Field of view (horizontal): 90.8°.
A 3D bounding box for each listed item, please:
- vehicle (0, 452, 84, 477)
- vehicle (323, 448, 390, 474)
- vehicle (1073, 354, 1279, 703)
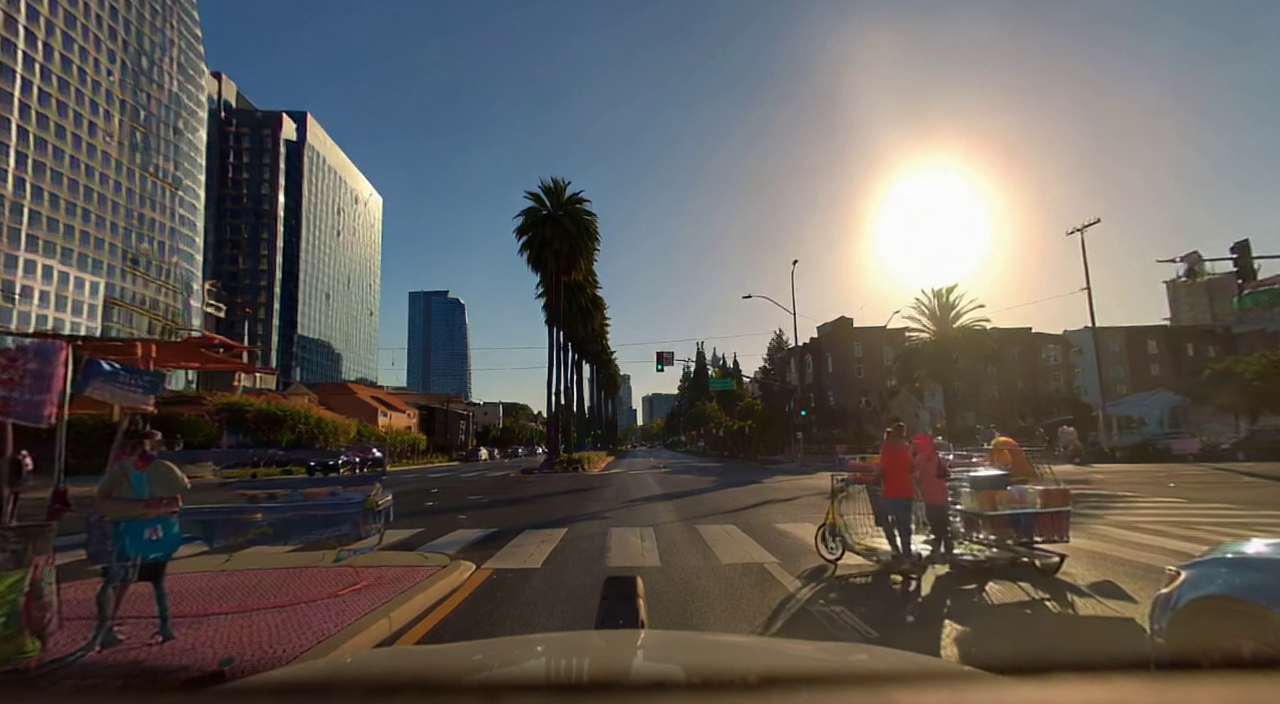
[{"bbox_3d":[-41.574,7.776,43.998,1.804,1.598,4.362,0,-9,-3],"label":"vehicle"},{"bbox_3d":[-19.696,7.543,44.164,2.357,1.678,5.014,0,-9,0],"label":"vehicle"},{"bbox_3d":[3.301,0.661,1.118,2.060,1.631,4.169,0,-9,0],"label":"vehicle"}]
